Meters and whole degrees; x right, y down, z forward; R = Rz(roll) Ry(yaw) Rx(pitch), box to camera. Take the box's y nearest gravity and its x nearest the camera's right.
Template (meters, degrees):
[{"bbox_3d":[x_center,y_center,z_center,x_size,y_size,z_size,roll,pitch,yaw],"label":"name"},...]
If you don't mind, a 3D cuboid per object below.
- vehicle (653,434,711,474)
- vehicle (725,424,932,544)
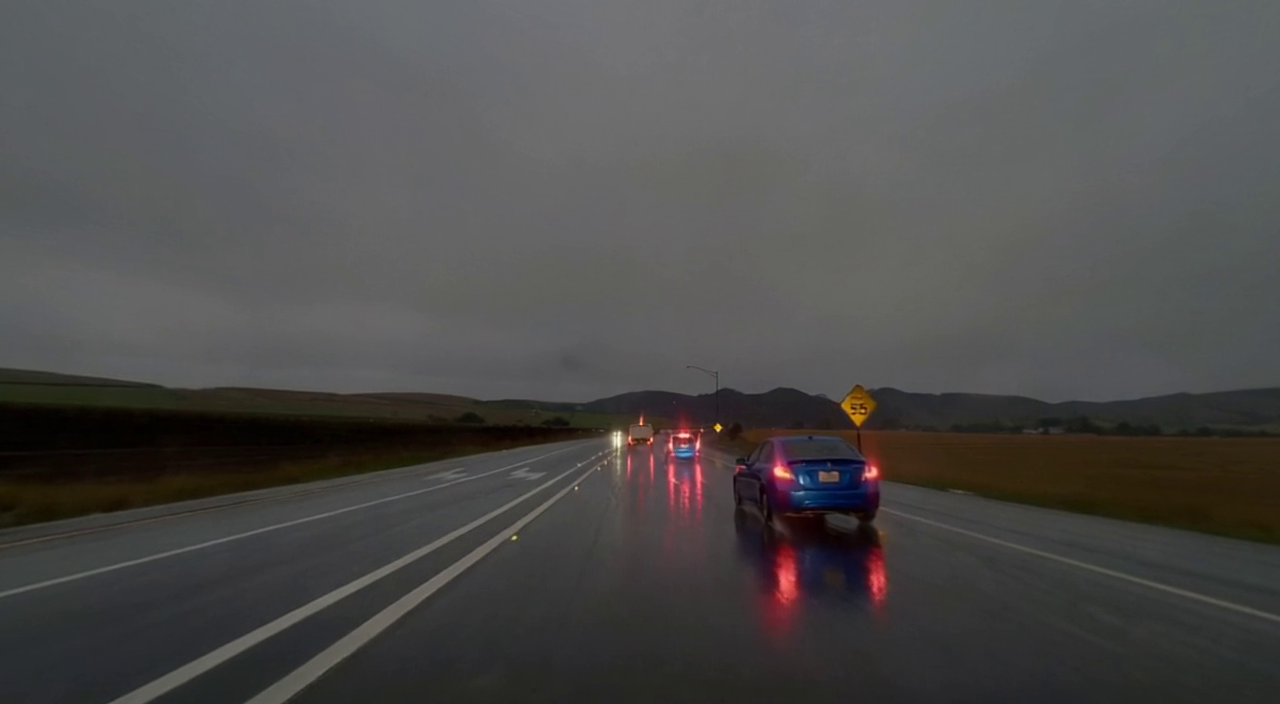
[{"bbox_3d":[1.663,4.249,26.503,2.026,1.531,4.273,0,-8,-2],"label":"vehicle"},{"bbox_3d":[2.702,1.995,10.179,2.007,1.534,3.976,0,-8,-2],"label":"vehicle"}]
